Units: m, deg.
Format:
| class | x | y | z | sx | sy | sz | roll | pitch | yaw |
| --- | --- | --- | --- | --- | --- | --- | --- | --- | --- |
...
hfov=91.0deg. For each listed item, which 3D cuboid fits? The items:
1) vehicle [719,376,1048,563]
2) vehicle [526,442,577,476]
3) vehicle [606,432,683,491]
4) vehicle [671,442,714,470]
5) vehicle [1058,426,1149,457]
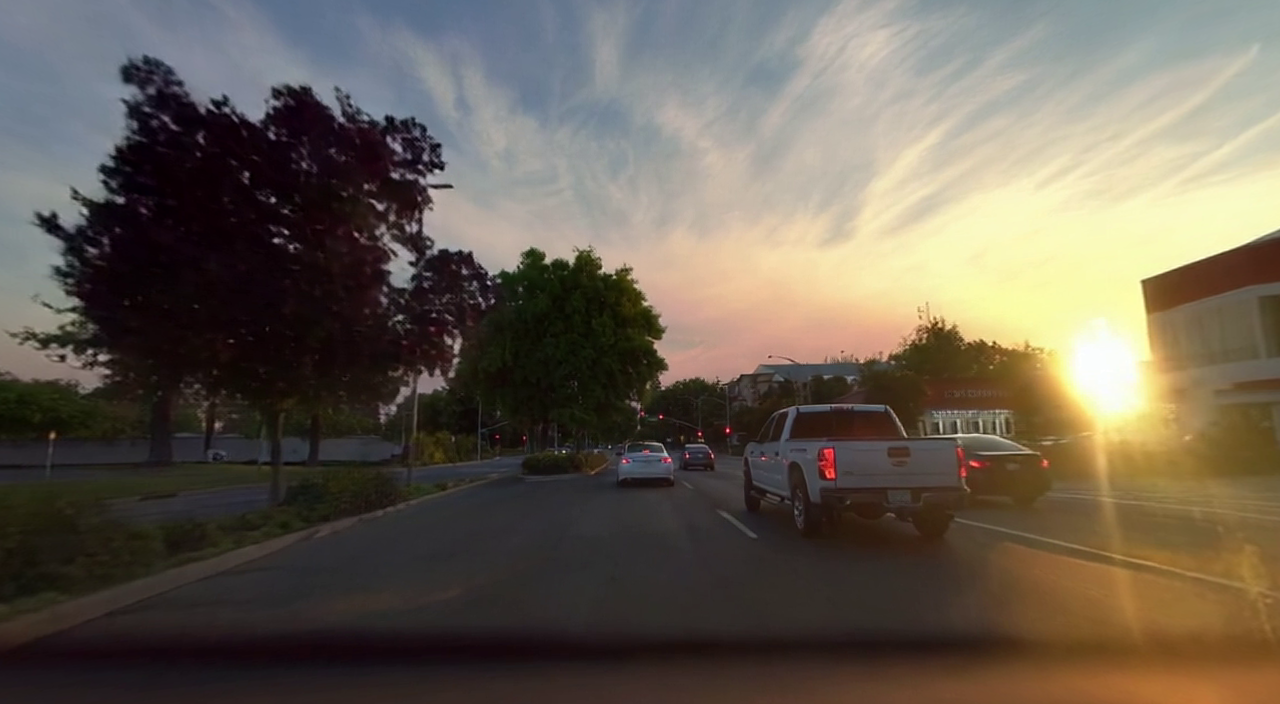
| class | x | y | z | sx | sy | sz | roll | pitch | yaw |
| --- | --- | --- | --- | --- | --- | --- | --- | --- | --- |
| vehicle | 3.158 | 1.779 | 10.248 | 2.731 | 2.101 | 6.047 | 1 | -9 | -2 |
| vehicle | -4.126 | 5.034 | 29.939 | 1.960 | 1.475 | 4.161 | 0 | -9 | -2 |
| vehicle | 0.078 | 3.400 | 19.791 | 2.145 | 1.650 | 4.021 | 0 | -9 | -1 |
| vehicle | 2.868 | 5.862 | 35.531 | 1.970 | 1.464 | 4.249 | 0 | -9 | -1 |
| vehicle | 28.720 | 5.575 | 39.086 | 3.992 | 1.669 | 1.803 | -3 | -9 | 3 |
